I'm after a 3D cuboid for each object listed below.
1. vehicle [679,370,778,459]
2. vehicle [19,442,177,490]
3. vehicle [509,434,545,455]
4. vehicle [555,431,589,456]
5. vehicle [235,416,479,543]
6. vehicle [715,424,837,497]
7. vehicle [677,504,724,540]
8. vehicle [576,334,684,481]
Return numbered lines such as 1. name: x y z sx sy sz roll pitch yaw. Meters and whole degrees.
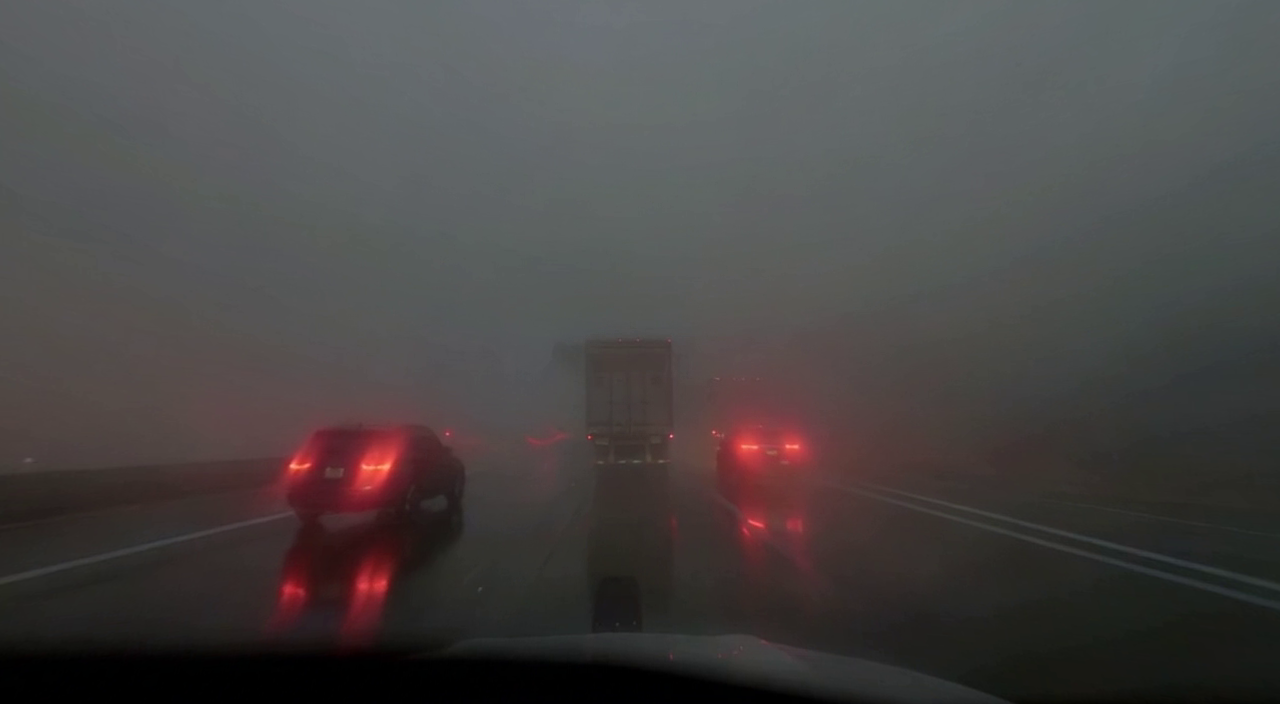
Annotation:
1. vehicle: 4.354 3.868 35.058 2.863 3.936 14.058 1 -9 -3
2. vehicle: -20.204 4.221 23.760 1.832 1.539 4.650 0 -8 0
3. vehicle: -8.611 7.070 48.294 2.019 1.471 4.347 0 -8 0
4. vehicle: -4.705 6.389 44.047 1.986 1.612 4.155 0 -8 -1
5. vehicle: -3.883 1.788 9.485 1.882 1.493 3.828 0 -8 0
6. vehicle: 3.118 2.567 15.316 1.976 1.513 4.065 0 -8 -1
7. vehicle: 4.060 11.483 42.643 2.835 2.000 2.696 0 -7 -2
8. vehicle: -0.384 2.170 22.298 2.938 4.033 9.980 0 -8 -1
